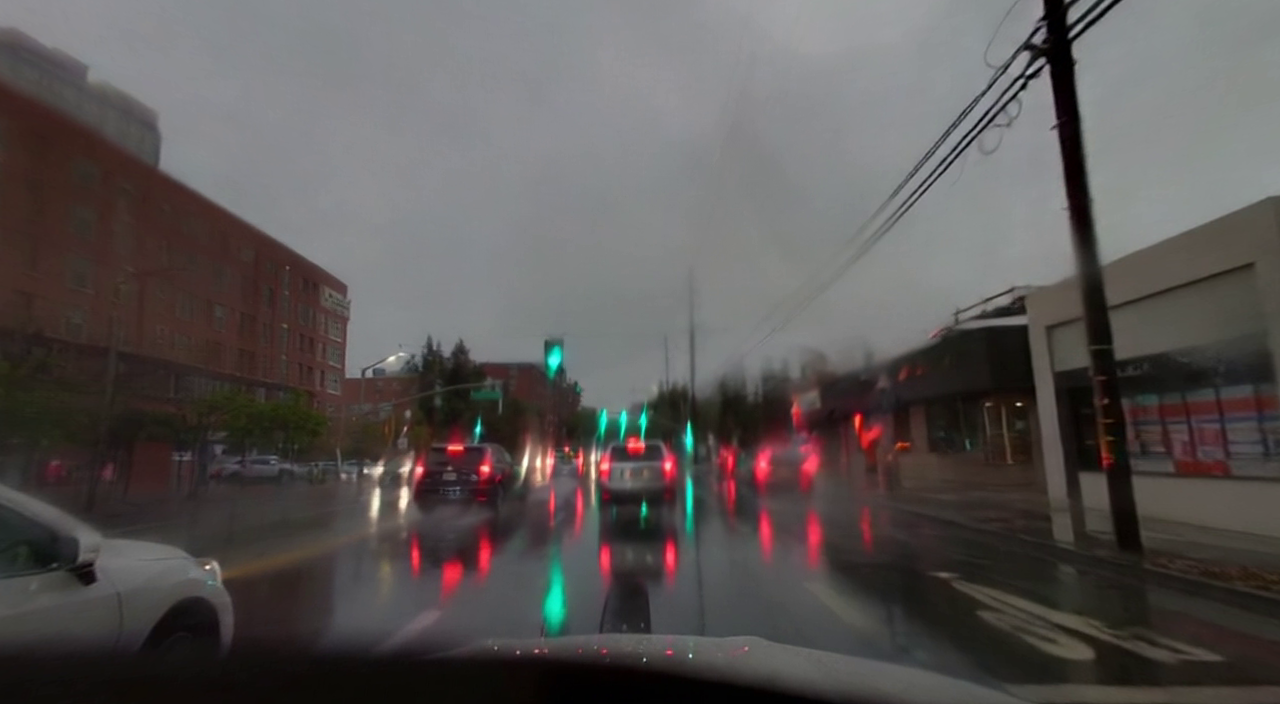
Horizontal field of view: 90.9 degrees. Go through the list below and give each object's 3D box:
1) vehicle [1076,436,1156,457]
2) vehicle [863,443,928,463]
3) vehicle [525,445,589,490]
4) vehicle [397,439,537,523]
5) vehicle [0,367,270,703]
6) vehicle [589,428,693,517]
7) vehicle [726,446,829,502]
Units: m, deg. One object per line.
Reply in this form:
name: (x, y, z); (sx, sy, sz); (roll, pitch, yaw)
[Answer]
vehicle: (35.159, 6.996, 46.669); (4.169, 1.475, 2.059); (-2, -9, 14)
vehicle: (20.162, 7.994, 49.854); (4.361, 1.478, 1.909); (-2, -9, 6)
vehicle: (-3.214, 4.537, 25.216); (1.894, 1.642, 3.861); (0, -8, 2)
vehicle: (-3.708, 2.824, 14.382); (1.886, 1.599, 4.247); (0, -9, 1)
vehicle: (-3.329, 0.771, 1.588); (1.975, 1.624, 4.481); (0, -9, 1)
vehicle: (0.033, 2.708, 14.667); (2.075, 1.770, 4.018); (0, -8, 1)
vehicle: (3.951, 3.551, 18.930); (1.986, 1.457, 4.566); (0, -9, -1)
